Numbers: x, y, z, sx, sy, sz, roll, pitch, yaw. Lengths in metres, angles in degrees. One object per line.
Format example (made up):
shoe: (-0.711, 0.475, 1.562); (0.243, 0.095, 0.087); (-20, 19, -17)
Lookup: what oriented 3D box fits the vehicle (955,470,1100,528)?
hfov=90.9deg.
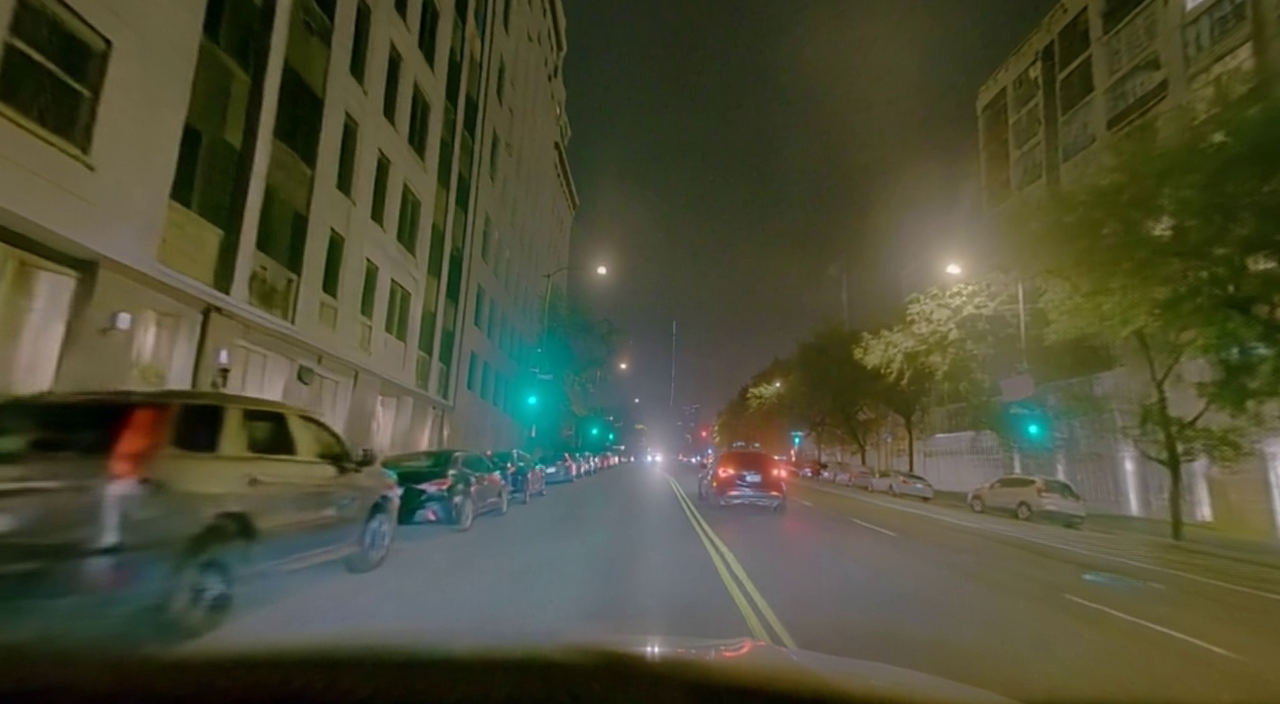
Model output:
vehicle: (13.567, 5.156, 22.459); (2.189, 1.753, 4.376); (3, -11, -3)

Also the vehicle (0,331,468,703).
vehicle: (-3.551, 1.199, 5.719); (2.171, 1.816, 5.274); (-1, -9, 4)

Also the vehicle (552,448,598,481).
vehicle: (-3.125, 5.474, 31.063); (1.842, 1.497, 4.238); (0, -9, 0)

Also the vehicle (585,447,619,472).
vehicle: (-2.578, 7.423, 43.806); (1.933, 1.652, 4.508); (0, -9, 2)

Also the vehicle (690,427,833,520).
vehicle: (2.752, 2.974, 16.074); (2.411, 1.899, 5.993); (0, -9, 0)

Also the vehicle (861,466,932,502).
vehicle: (13.622, 7.018, 33.787); (1.866, 1.554, 4.393); (3, -8, -2)
